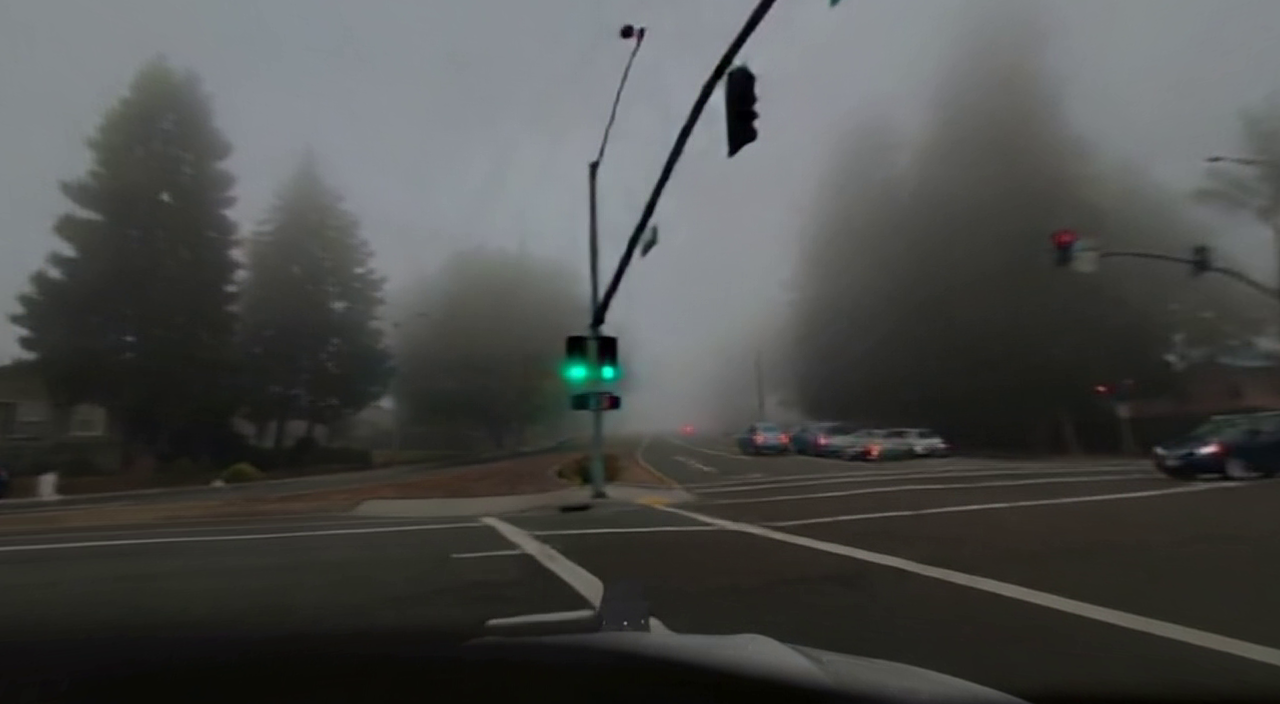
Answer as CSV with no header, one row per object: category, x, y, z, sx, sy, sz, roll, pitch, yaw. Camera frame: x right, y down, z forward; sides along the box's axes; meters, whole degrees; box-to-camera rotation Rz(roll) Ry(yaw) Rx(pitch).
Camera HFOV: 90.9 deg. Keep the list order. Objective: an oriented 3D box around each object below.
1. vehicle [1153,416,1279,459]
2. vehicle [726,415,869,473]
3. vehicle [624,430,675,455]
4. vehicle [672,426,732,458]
vehicle,30.352,4.351,32.032,5.840,2.087,2.737,-2,-9,13
vehicle,5.667,3.461,23.769,2.226,1.897,5.874,3,-9,-21
vehicle,0.616,6.655,46.490,2.159,1.734,4.462,3,-9,-23
vehicle,3.814,5.656,39.659,1.963,1.850,4.651,3,-9,-19
